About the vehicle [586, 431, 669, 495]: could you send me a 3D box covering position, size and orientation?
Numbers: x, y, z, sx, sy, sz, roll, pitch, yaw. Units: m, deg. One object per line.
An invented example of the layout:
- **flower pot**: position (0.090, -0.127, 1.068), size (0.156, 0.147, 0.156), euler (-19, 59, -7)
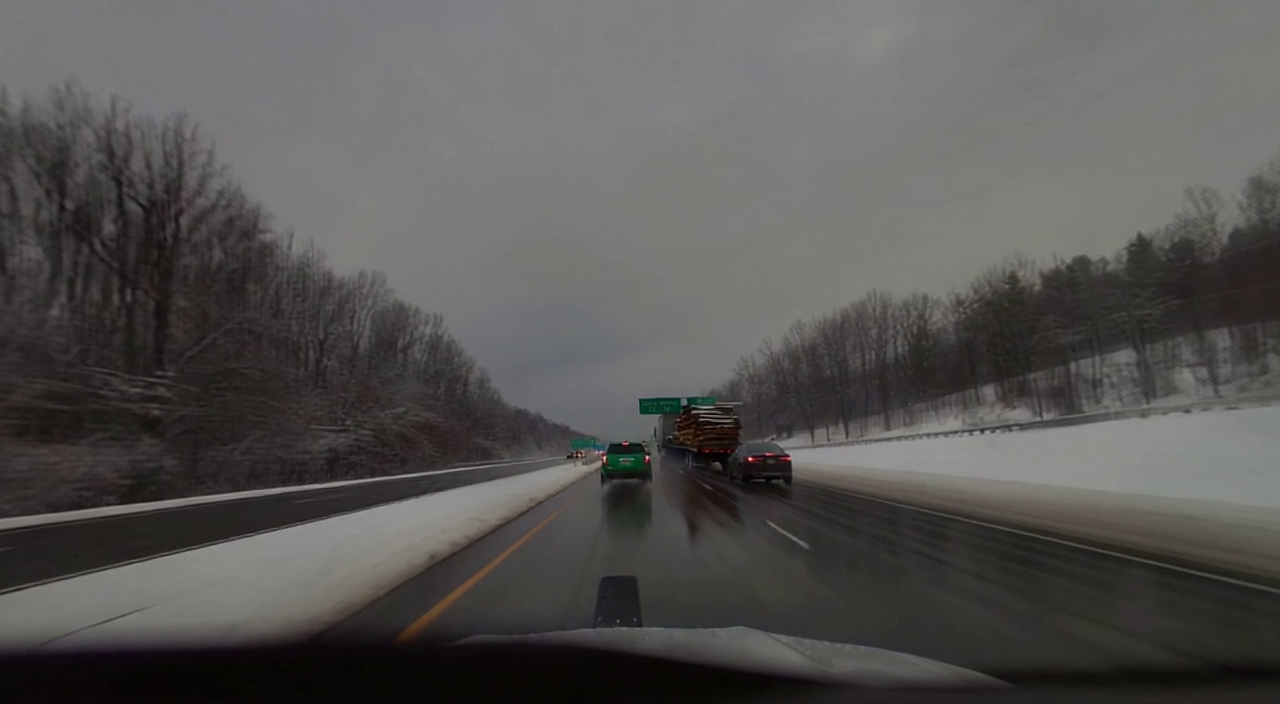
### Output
- **vehicle**: position (-0.360, 3.351, 19.199), size (2.263, 1.699, 3.936), euler (0, -9, 0)

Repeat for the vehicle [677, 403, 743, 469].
- **vehicle**: position (4.446, 5.638, 41.695), size (3.125, 3.895, 8.461), euler (0, -9, -2)

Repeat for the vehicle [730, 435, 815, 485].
- **vehicle**: position (4.767, 3.966, 23.304), size (2.057, 1.660, 4.525), euler (0, -9, -1)
